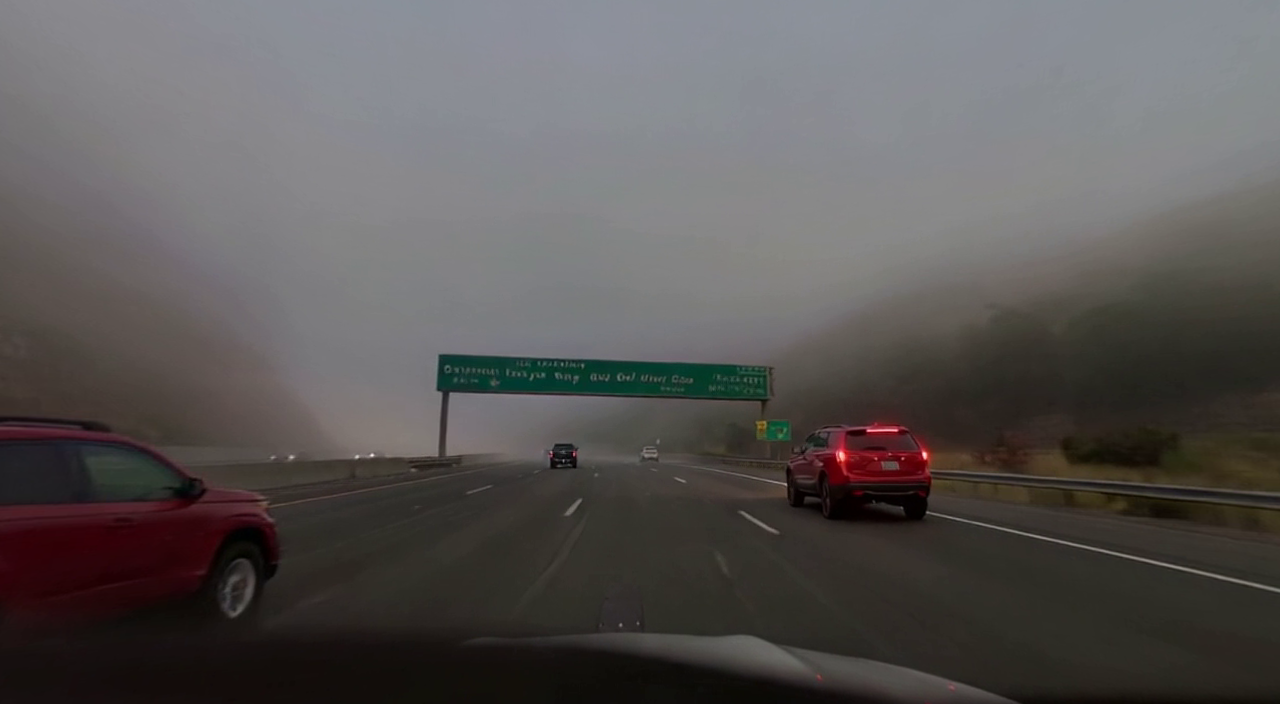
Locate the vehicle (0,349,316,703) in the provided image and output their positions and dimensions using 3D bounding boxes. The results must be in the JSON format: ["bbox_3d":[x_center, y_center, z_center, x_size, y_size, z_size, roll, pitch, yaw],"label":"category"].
[{"bbox_3d":[-3.738,0.908,2.753,2.213,1.766,4.598,0,-9,0],"label":"vehicle"}]

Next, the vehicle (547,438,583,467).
[{"bbox_3d":[-5.826,7.909,49.721,2.537,2.121,5.251,1,-9,-4],"label":"vehicle"}]

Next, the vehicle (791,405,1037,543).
[{"bbox_3d":[4.423,2.074,11.322,2.103,1.903,4.837,0,-9,-1],"label":"vehicle"}]
